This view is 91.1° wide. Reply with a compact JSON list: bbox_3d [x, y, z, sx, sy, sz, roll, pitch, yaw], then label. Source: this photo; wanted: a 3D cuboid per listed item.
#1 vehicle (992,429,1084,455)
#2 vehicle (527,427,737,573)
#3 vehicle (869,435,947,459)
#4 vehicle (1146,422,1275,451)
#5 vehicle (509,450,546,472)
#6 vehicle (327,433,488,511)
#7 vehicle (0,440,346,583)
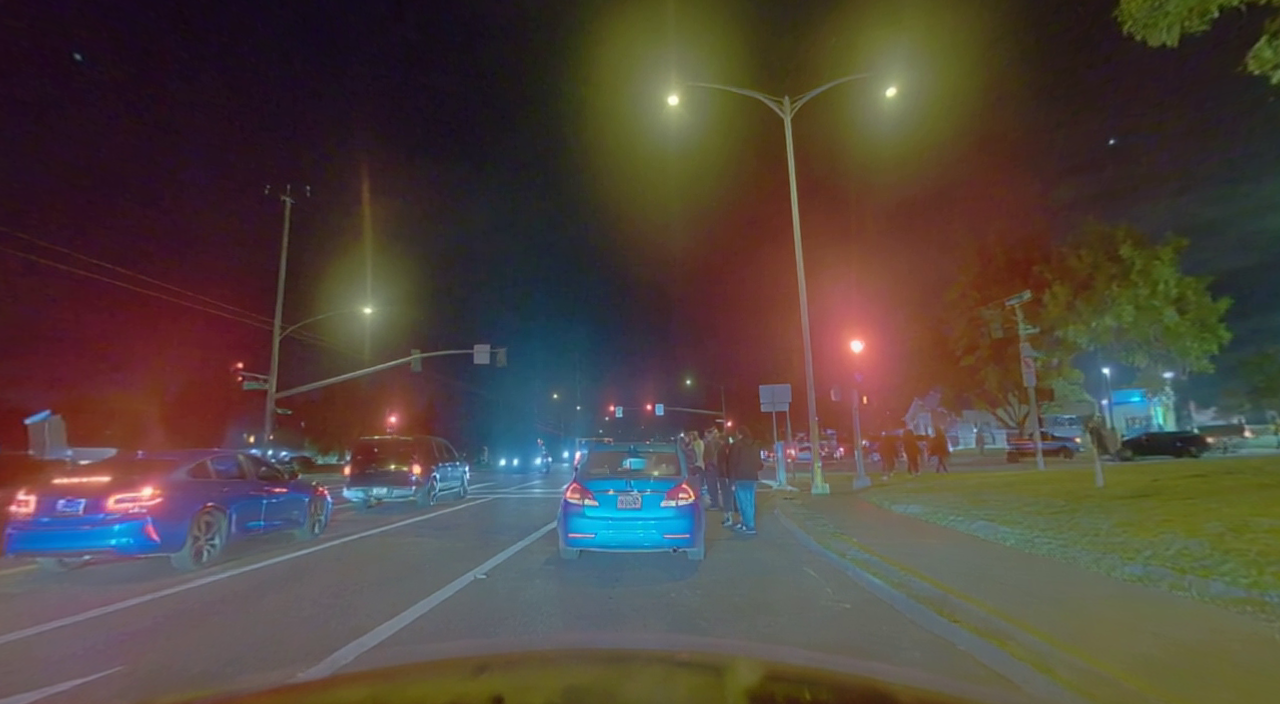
[{"bbox_3d":[23.824,5.436,37.743,4.454,1.440,1.816,-5,-10,30],"label":"vehicle"},{"bbox_3d":[-0.052,1.860,8.680,2.182,1.501,4.150,0,-9,1],"label":"vehicle"},{"bbox_3d":[17.536,6.215,41.138,4.441,1.452,1.798,-5,-10,30],"label":"vehicle"},{"bbox_3d":[30.527,4.599,33.797,4.739,1.472,1.804,-5,-10,30],"label":"vehicle"},{"bbox_3d":[-8.248,8.012,46.391,1.823,1.543,3.944,0,-9,2],"label":"vehicle"},{"bbox_3d":[-6.145,3.219,17.468,2.230,1.811,5.183,-1,-9,3],"label":"vehicle"},{"bbox_3d":[-6.324,2.062,9.034,1.948,1.530,4.283,0,-9,3],"label":"vehicle"}]
